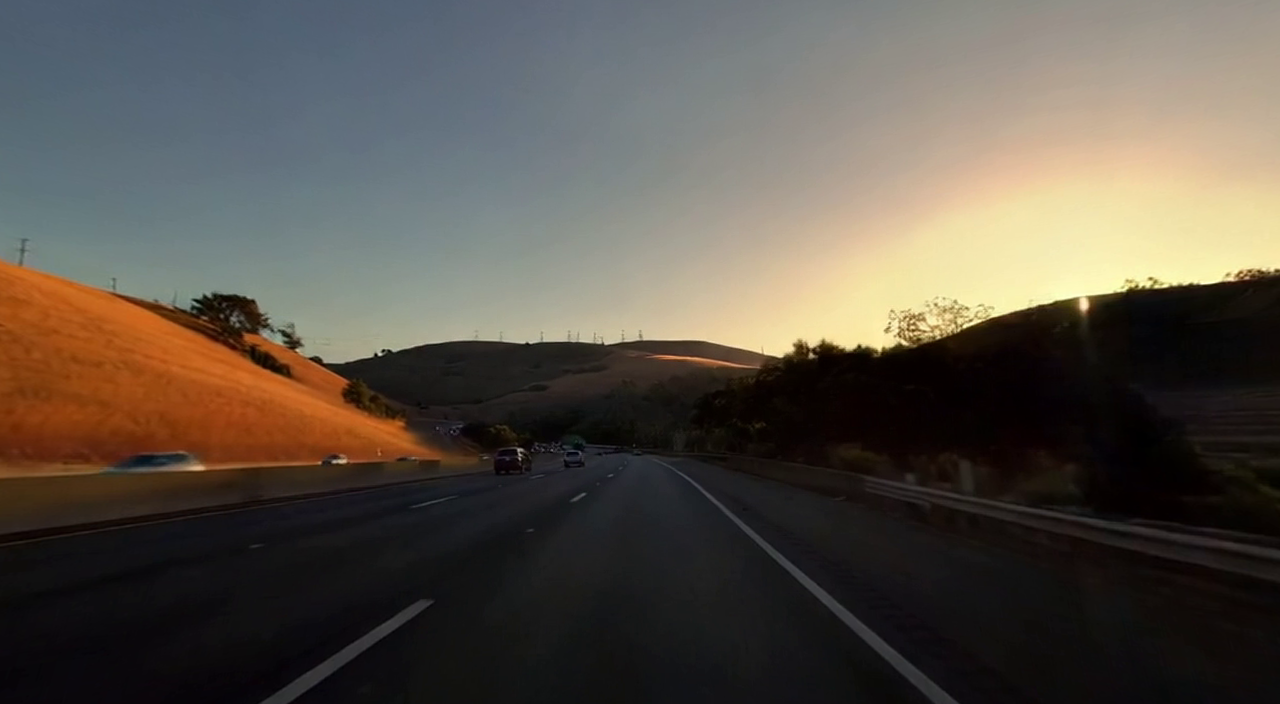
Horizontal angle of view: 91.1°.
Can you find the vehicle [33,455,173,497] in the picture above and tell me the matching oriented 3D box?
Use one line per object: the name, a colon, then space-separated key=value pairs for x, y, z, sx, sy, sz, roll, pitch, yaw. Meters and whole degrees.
vehicle: x=-20.529 y=4.739 z=24.246 sx=1.906 sy=1.402 sz=3.883 roll=0 pitch=-9 yaw=1
